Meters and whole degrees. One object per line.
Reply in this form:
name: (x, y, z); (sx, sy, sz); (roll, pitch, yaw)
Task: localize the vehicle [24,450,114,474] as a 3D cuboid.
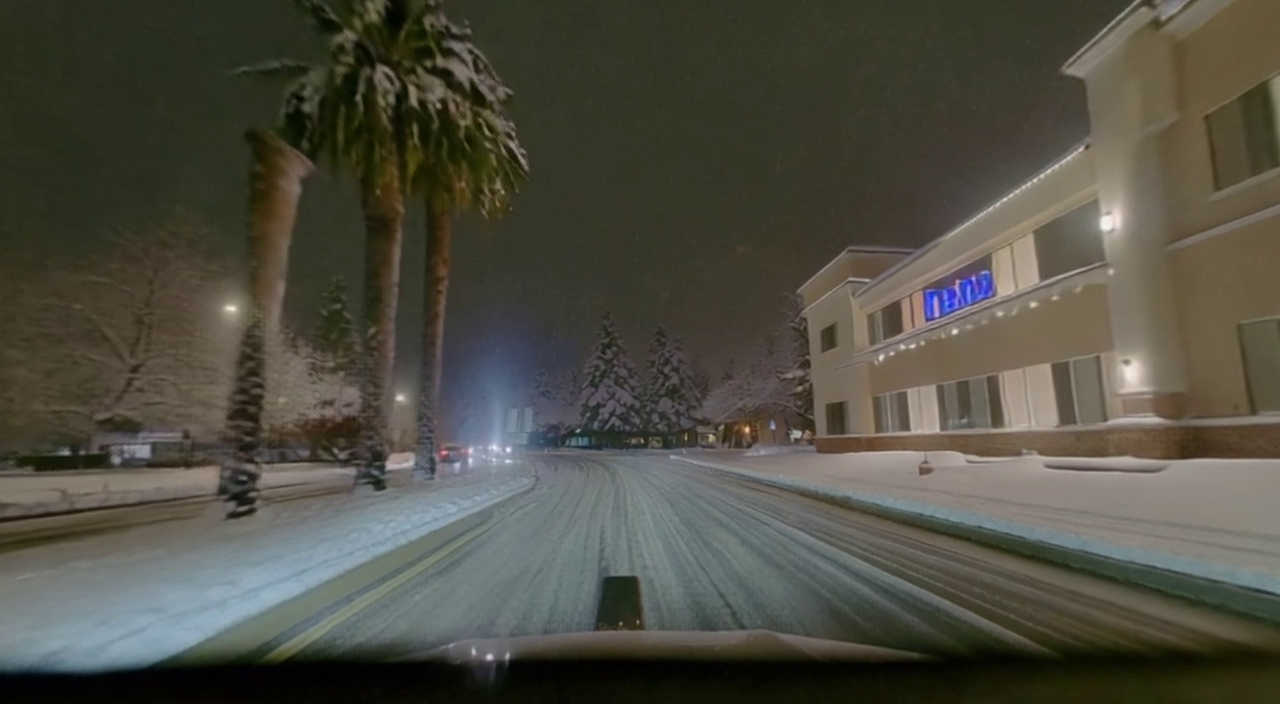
vehicle: (-37.823, 7.270, 42.049); (1.919, 1.502, 4.695); (1, -9, -6)

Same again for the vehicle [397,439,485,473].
vehicle: (-11.661, 6.070, 37.037); (4.651, 1.863, 2.174); (-5, -10, 27)
